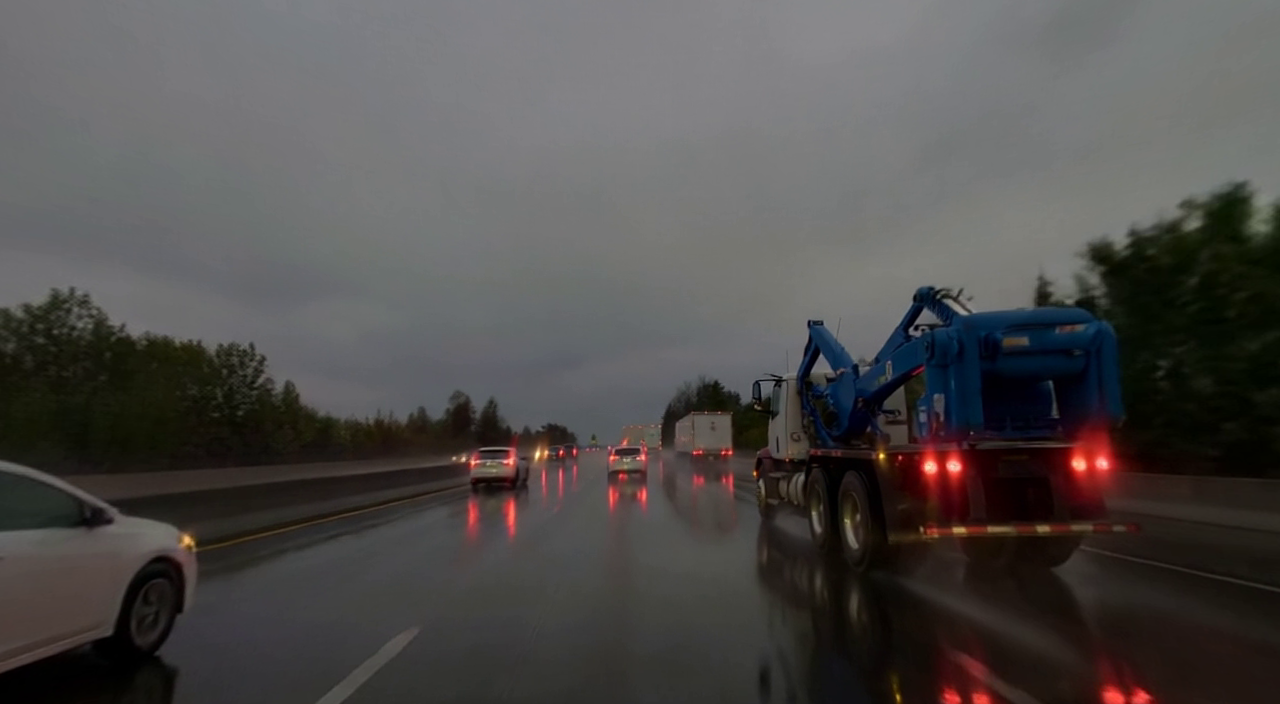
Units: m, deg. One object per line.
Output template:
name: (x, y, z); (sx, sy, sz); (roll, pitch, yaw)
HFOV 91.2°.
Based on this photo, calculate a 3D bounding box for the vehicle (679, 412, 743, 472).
vehicle: (3.636, 4.864, 33.670); (2.416, 2.829, 7.016); (0, -9, -2)

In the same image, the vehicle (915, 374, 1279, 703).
vehicle: (3.974, 0.973, 3.031); (2.599, 1.631, 5.693); (0, -9, -1)

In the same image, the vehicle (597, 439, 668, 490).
vehicle: (-0.278, 3.718, 20.926); (2.150, 1.498, 3.988); (0, -9, -2)

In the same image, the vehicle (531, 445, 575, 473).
vehicle: (-5.002, 6.207, 36.602); (1.924, 1.481, 4.264); (0, -9, 0)

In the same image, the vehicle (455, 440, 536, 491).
vehicle: (-4.782, 3.819, 21.329); (1.858, 1.527, 3.974); (0, -9, -1)

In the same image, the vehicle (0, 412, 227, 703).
vehicle: (-4.123, 0.953, 2.375); (1.880, 1.507, 4.757); (0, -9, 0)

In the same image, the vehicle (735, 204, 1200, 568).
vehicle: (3.790, 0.909, 10.404); (2.975, 3.618, 8.456); (0, -9, -1)
